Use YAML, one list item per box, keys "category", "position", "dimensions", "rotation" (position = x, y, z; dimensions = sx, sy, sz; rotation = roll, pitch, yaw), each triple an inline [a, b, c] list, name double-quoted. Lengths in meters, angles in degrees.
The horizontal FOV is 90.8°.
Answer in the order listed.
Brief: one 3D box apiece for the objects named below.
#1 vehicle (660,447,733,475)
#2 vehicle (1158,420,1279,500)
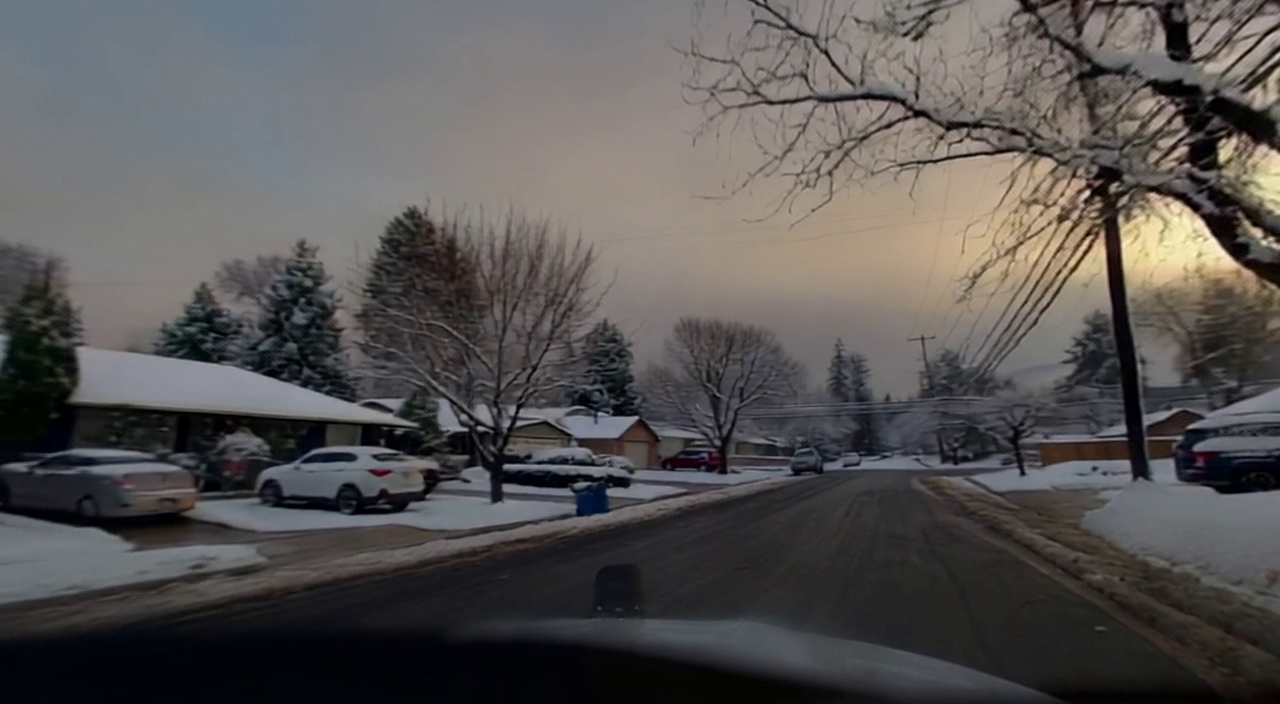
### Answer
- category: "vehicle"
  position: [4.193, 8.083, 47.187]
  dimensions: [5.033, 1.997, 2.126]
  rotation: [-3, -9, 20]
- category: "vehicle"
  position: [16.840, 2.656, 15.595]
  dimensions: [5.693, 1.886, 2.235]
  rotation: [-4, -9, 23]
